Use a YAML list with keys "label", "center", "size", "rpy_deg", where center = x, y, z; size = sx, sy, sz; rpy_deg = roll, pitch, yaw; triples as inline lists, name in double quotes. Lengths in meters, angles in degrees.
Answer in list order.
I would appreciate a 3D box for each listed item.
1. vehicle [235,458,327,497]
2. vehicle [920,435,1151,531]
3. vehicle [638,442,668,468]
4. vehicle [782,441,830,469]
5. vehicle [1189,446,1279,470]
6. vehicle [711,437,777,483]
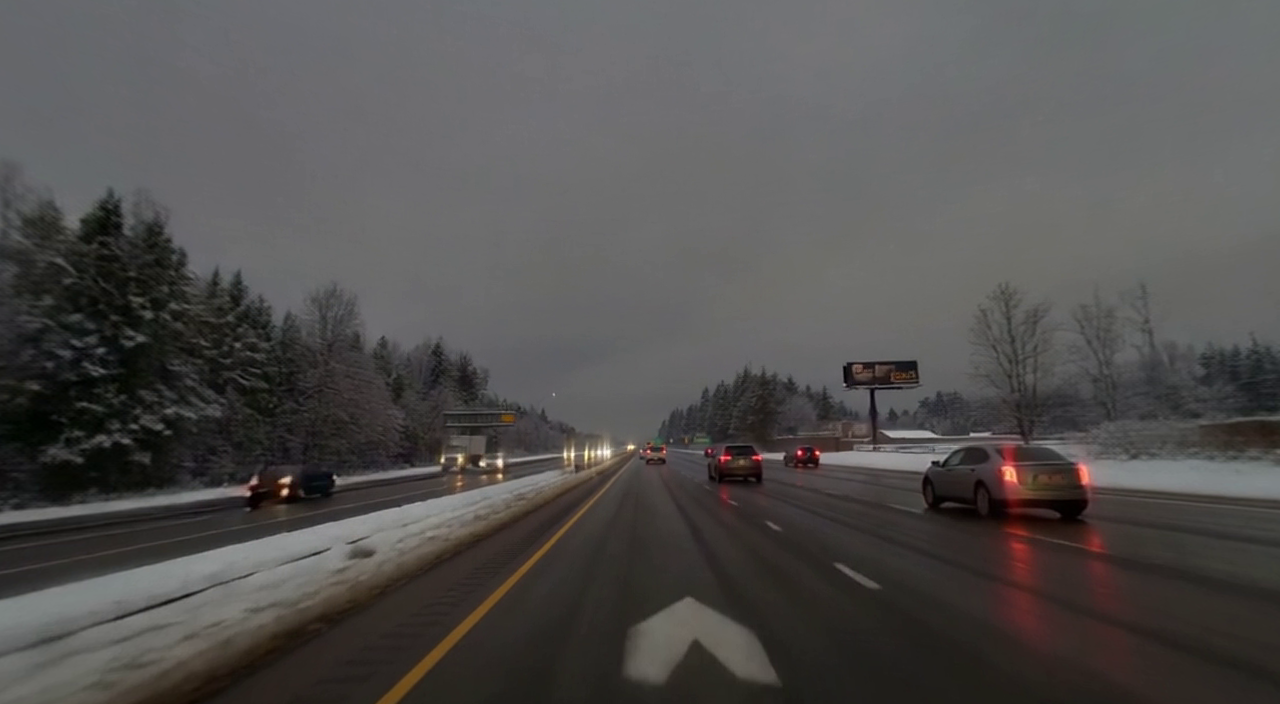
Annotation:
- label: "vehicle"
  center: [-17.034, 5.943, 30.210]
  size: [1.792, 1.622, 4.317]
  rpy_deg: [-1, -8, 1]
- label: "vehicle"
  center: [7.532, 2.496, 12.668]
  size: [1.807, 1.558, 4.352]
  rpy_deg: [-1, -8, 0]
- label: "vehicle"
  center: [0.953, 7.855, 48.338]
  size: [2.145, 1.832, 4.004]
  rpy_deg: [-1, -8, 0]
- label: "vehicle"
  center: [11.493, 7.136, 43.972]
  size: [2.028, 1.801, 4.503]
  rpy_deg: [0, -8, -1]
- label: "vehicle"
  center: [40.020, 7.115, 42.447]
  size: [1.758, 1.453, 4.391]
  rpy_deg: [3, -8, -8]
- label: "vehicle"
  center: [4.536, 4.776, 28.289]
  size: [2.075, 1.845, 4.667]
  rpy_deg: [0, -8, -1]
